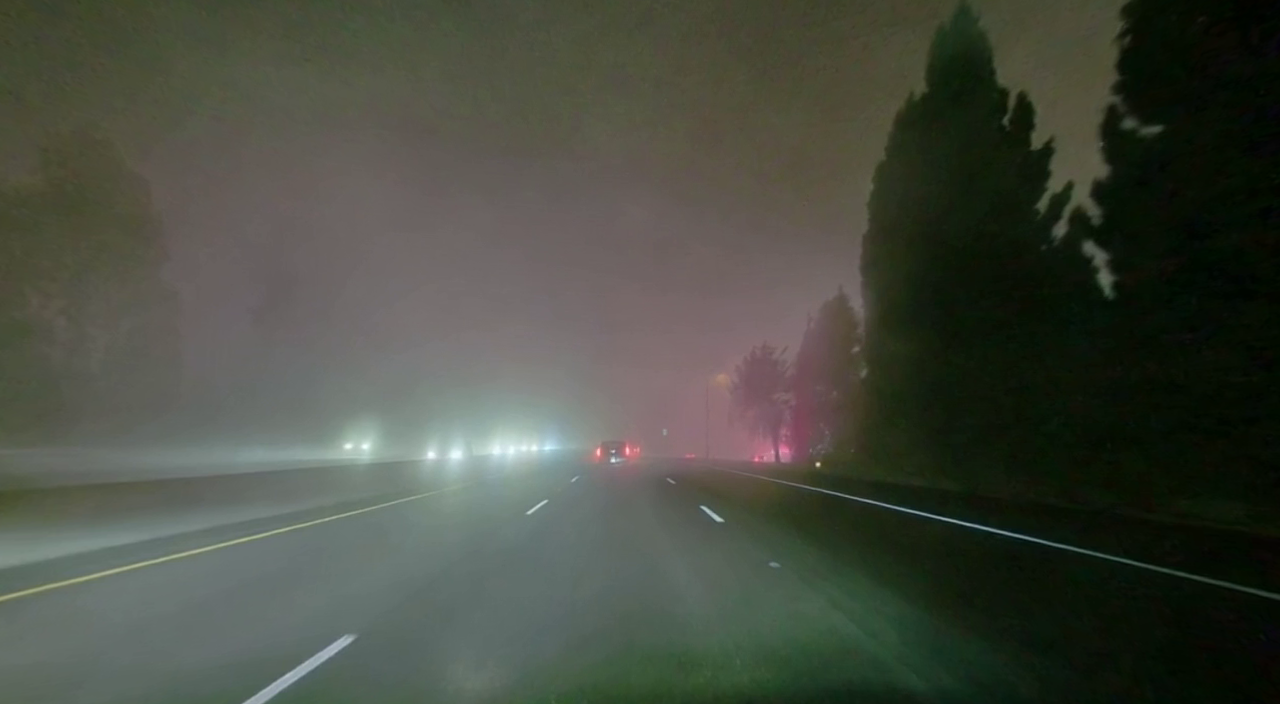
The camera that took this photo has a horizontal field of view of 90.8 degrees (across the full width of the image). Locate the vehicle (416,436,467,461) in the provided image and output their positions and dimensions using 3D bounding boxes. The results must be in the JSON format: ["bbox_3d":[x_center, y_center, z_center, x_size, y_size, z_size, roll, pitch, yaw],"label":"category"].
[{"bbox_3d":[-13.215,6.499,42.394,2.126,1.572,4.415,0,-9,-2],"label":"vehicle"}]

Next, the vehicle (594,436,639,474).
[{"bbox_3d":[-1.277,5.385,33.242,2.155,1.856,4.796,0,-9,-3],"label":"vehicle"}]
